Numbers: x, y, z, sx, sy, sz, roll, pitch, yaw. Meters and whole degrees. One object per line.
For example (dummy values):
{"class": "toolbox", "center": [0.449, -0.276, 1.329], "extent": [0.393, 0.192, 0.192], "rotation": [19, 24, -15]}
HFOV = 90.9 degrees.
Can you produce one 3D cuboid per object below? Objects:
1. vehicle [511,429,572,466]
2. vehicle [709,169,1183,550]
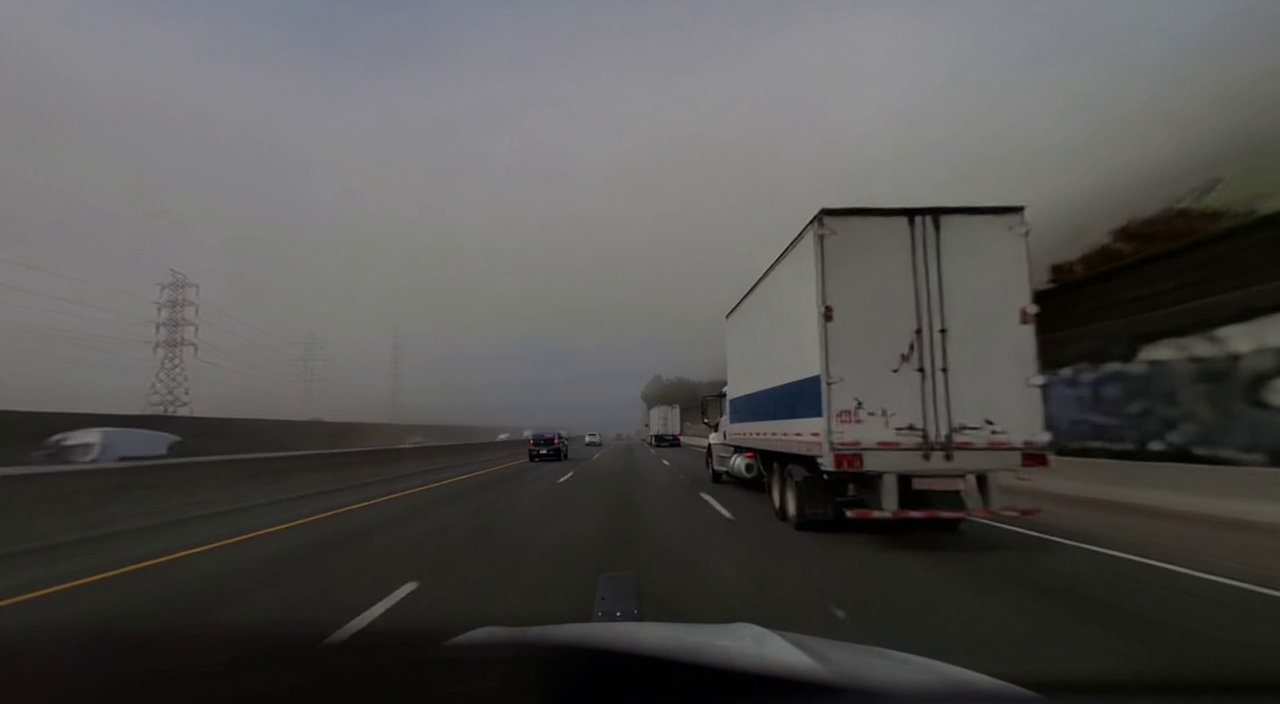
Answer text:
{"class": "vehicle", "center": [-4.245, 4.182, 27.867], "extent": [1.965, 1.486, 4.448], "rotation": [0, -8, 0]}
{"class": "vehicle", "center": [3.606, 0.750, 11.838], "extent": [3.060, 3.842, 11.095], "rotation": [0, -8, -2]}
